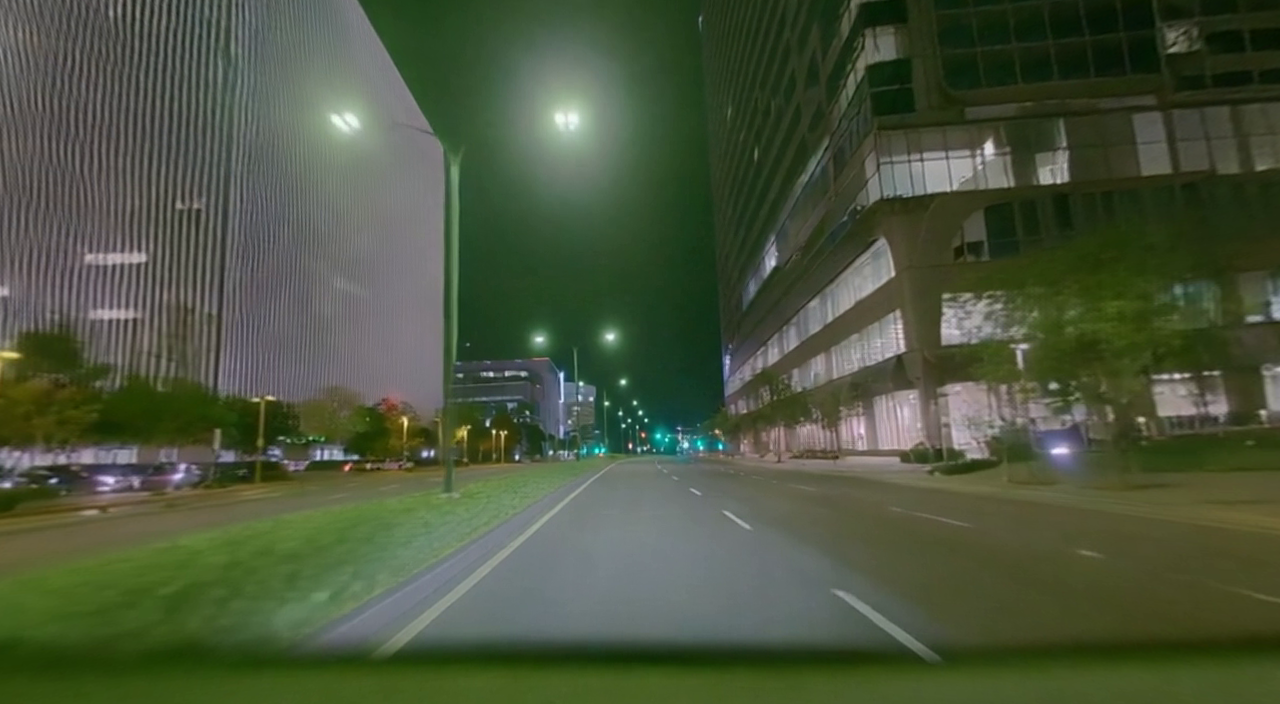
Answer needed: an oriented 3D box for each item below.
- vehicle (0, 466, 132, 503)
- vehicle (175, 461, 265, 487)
[{"bbox_3d":[-26.174,5.947,28.538,4.617,1.434,1.972,4,-10,-29],"label":"vehicle"},{"bbox_3d":[-26.510,7.702,40.064,4.405,1.469,2.047,4,-10,-25],"label":"vehicle"}]
